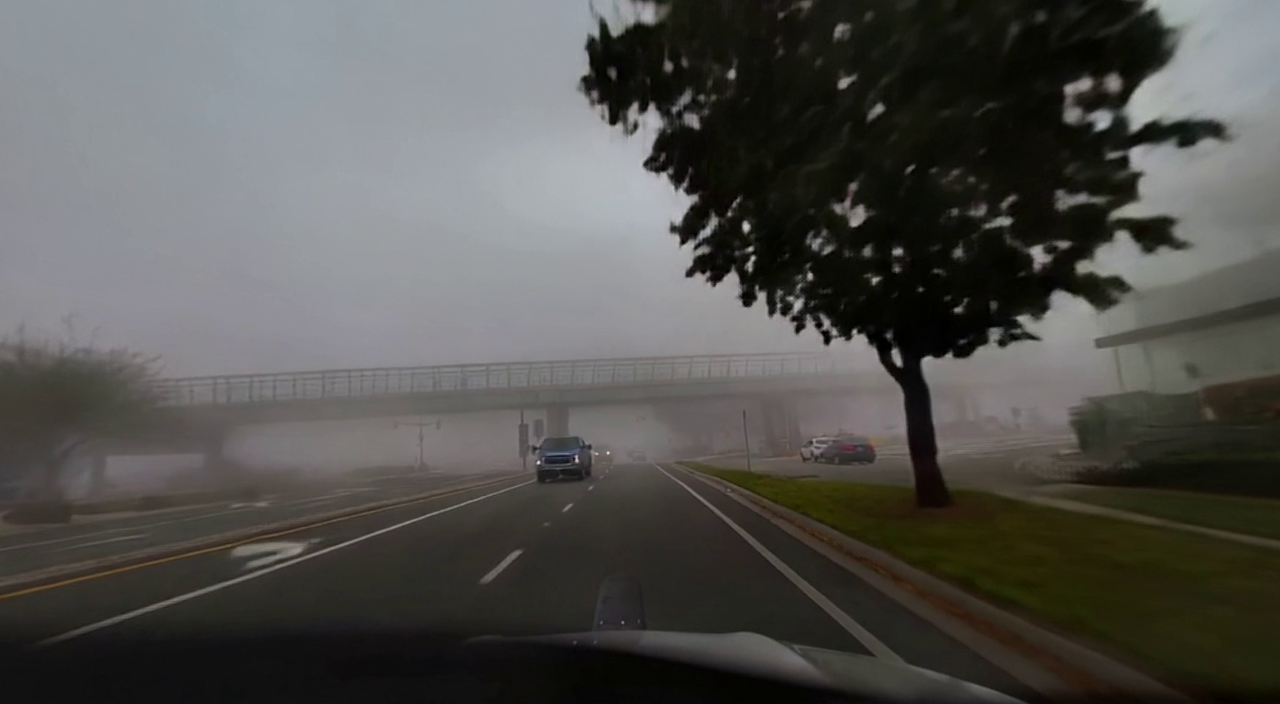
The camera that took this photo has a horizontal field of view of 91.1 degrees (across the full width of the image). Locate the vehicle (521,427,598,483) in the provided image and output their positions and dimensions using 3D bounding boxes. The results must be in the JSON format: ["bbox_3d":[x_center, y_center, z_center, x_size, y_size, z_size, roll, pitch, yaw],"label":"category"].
[{"bbox_3d":[-3.918,5.203,32.015,2.967,2.369,6.635,-3,-8,0],"label":"vehicle"}]

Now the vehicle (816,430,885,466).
[{"bbox_3d":[11.307,5.192,34.072,2.051,1.534,4.466,-8,-8,-1],"label":"vehicle"}]
